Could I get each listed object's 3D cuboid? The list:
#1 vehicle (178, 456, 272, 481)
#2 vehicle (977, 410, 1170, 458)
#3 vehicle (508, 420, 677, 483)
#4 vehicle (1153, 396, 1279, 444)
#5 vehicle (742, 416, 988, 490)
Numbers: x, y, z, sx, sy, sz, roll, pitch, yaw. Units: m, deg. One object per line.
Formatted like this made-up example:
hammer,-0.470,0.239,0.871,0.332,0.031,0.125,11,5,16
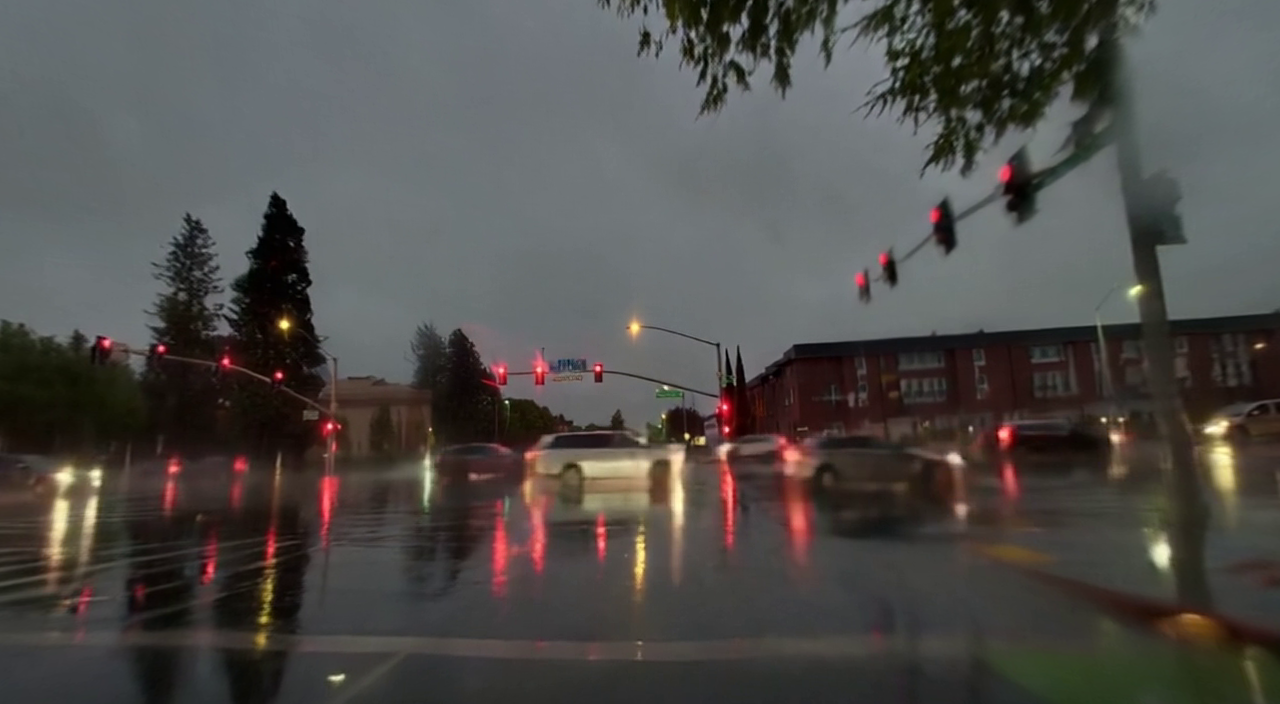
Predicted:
vehicle,-26.211,7.359,39.895,4.785,1.472,1.799,-1,-9,4
vehicle,14.075,2.736,20.757,4.793,1.473,1.878,-1,-9,7
vehicle,-1.295,2.950,18.695,4.673,1.740,2.150,-1,-9,6
vehicle,23.561,2.692,24.638,4.987,1.780,1.996,-1,-9,6
vehicle,4.696,2.222,13.864,4.715,1.472,1.905,-1,-9,6
